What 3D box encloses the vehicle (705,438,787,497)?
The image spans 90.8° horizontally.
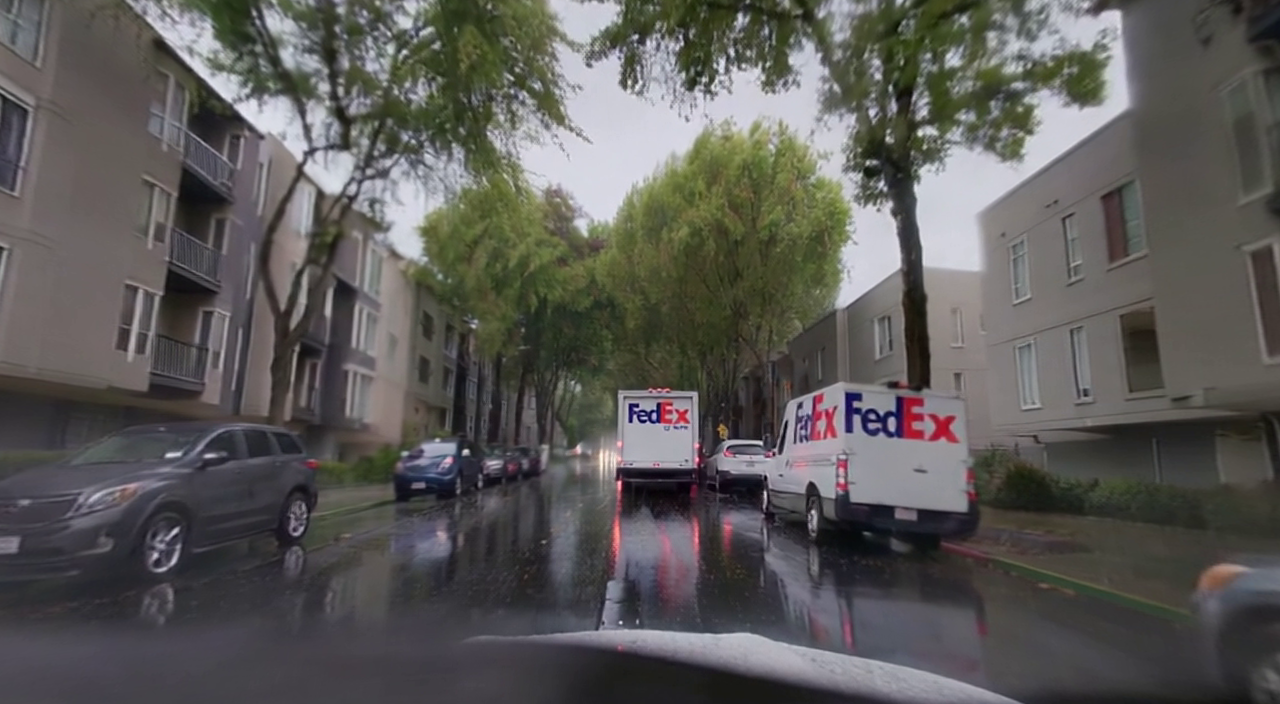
[{"bbox_3d":[3.195,3.550,19.809,1.868,1.623,3.815,0,-8,0],"label":"vehicle"}]

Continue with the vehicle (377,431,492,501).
[{"bbox_3d":[-6.077,3.413,19.381,2.020,1.867,4.654,0,-8,-1],"label":"vehicle"}]

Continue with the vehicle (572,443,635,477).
[{"bbox_3d":[-1.676,5.137,30.405,1.981,1.500,3.992,-2,-9,13],"label":"vehicle"}]

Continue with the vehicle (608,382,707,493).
[{"bbox_3d":[0.412,3.143,22.941,2.930,3.275,8.180,0,-8,-1],"label":"vehicle"}]

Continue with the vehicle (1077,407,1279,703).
[{"bbox_3d":[3.384,0.795,1.261,1.877,1.500,4.407,0,-8,0],"label":"vehicle"}]

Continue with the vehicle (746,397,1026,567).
[{"bbox_3d":[3.378,1.939,10.309,2.221,1.991,5.564,0,-8,-1],"label":"vehicle"}]

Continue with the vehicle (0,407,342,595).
[{"bbox_3d":[-5.963,1.729,8.187,2.089,1.757,4.256,0,-8,0],"label":"vehicle"}]
